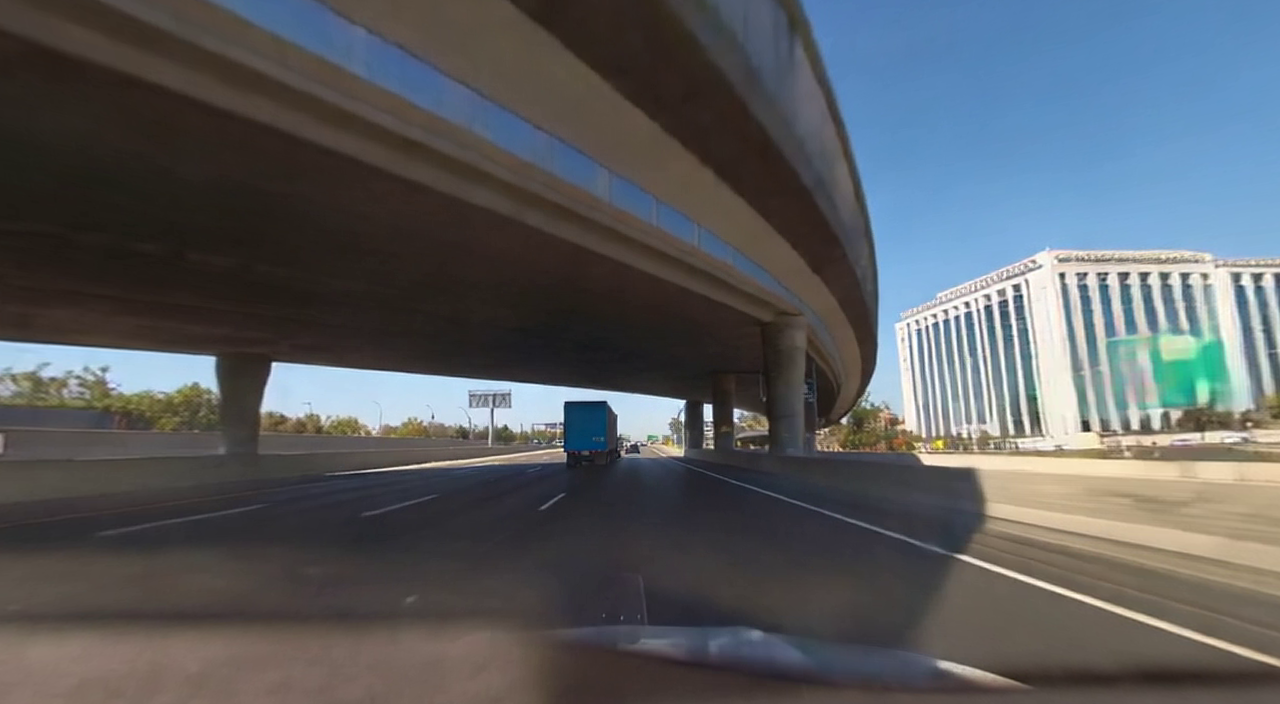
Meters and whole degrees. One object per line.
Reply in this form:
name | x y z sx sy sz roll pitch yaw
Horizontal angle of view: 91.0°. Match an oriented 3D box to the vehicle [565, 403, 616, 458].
vehicle | -3.687 6.355 49.711 3.059 3.867 10.343 0 -9 1
